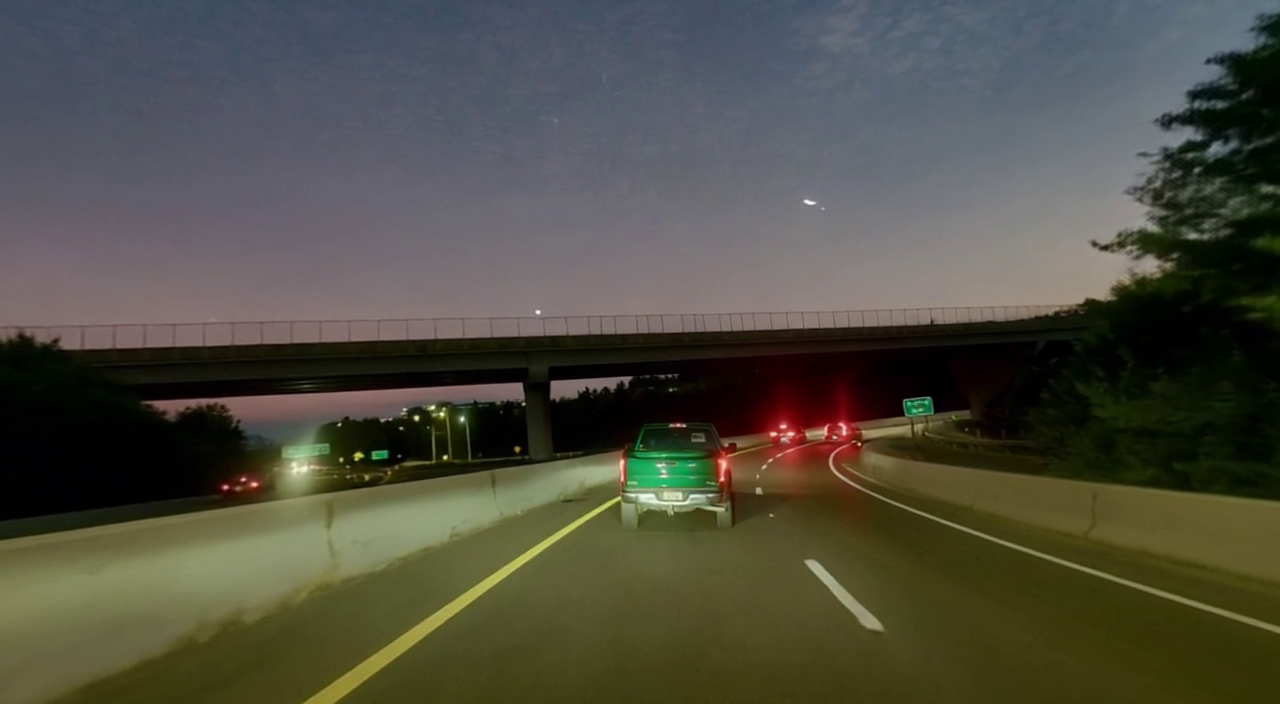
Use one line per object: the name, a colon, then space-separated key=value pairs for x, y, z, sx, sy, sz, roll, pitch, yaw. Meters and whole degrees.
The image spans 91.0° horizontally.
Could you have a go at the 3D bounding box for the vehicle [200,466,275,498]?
vehicle: x=-21.970 y=7.076 z=34.554 sx=1.965 sy=1.464 sz=4.514 roll=1 pitch=-9 yaw=-12

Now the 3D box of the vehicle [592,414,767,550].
vehicle: x=0.688 y=1.993 z=10.345 sx=2.235 sy=1.716 sz=4.435 roll=-1 pitch=-9 yaw=5
